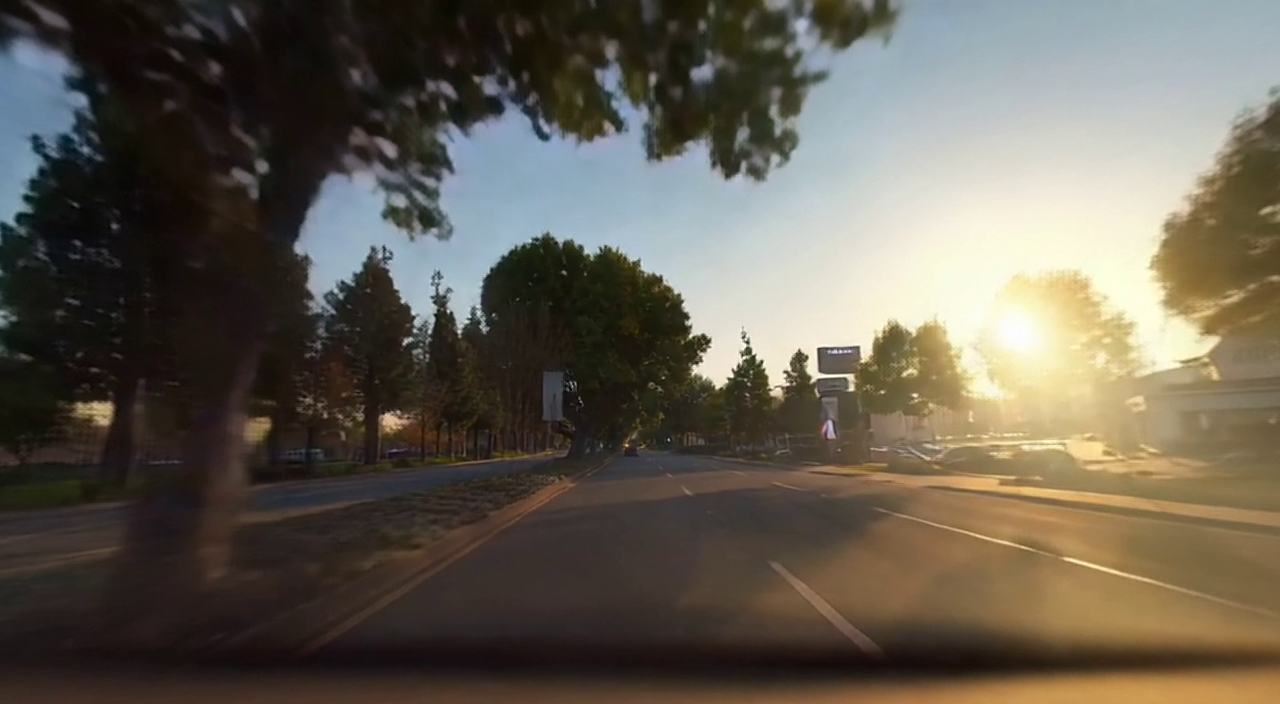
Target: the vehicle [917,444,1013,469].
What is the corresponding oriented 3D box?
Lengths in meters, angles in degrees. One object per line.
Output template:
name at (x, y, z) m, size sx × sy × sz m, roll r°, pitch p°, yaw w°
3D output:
vehicle at (20.052, 6.451, 39.086) m, size 4.805 × 1.473 × 2.046 m, roll 0°, pitch -9°, yaw -3°
